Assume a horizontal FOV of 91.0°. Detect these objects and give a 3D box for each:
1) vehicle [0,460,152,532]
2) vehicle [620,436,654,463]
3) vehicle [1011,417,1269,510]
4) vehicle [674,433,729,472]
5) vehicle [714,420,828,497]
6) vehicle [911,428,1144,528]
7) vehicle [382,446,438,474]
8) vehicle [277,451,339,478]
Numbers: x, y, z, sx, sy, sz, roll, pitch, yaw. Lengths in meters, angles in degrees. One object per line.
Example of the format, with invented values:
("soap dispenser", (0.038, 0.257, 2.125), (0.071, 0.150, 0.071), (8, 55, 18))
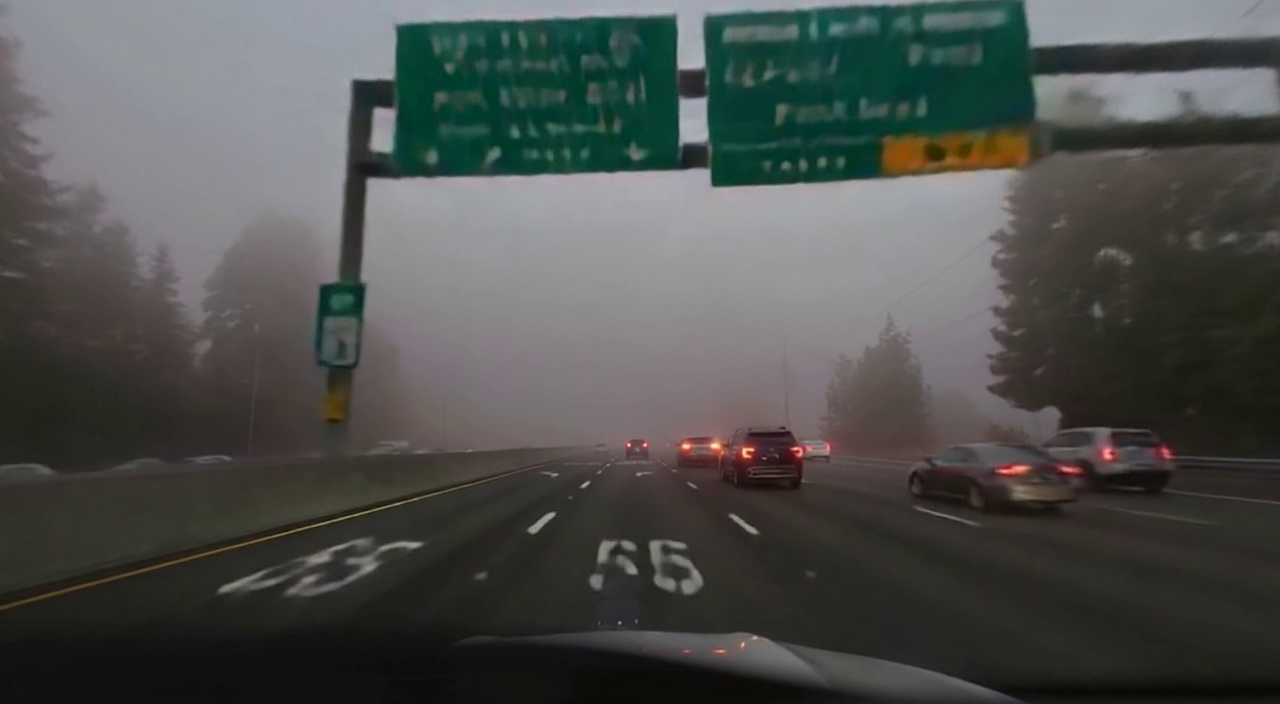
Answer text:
("vehicle", (-15.260, 3.580, 16.074), (1.878, 1.486, 4.580), (0, -8, 0))
("vehicle", (-0.252, 7.015, 45.355), (2.314, 1.796, 4.254), (0, -8, -1))
("vehicle", (10.726, 2.421, 14.112), (1.925, 1.708, 4.643), (0, -8, 0))
("vehicle", (3.017, 5.054, 31.871), (2.152, 1.821, 4.853), (0, -8, -2))
("vehicle", (3.507, 2.971, 17.900), (2.095, 1.886, 4.727), (0, -8, -2))
("vehicle", (6.848, 2.233, 11.699), (1.836, 1.527, 3.783), (0, -8, -1))
("vehicle", (-15.557, 7.311, 42.845), (1.944, 1.747, 4.657), (0, -8, 1))
("vehicle", (-23.015, 7.799, 43.843), (1.912, 1.694, 4.479), (0, -8, -1))
